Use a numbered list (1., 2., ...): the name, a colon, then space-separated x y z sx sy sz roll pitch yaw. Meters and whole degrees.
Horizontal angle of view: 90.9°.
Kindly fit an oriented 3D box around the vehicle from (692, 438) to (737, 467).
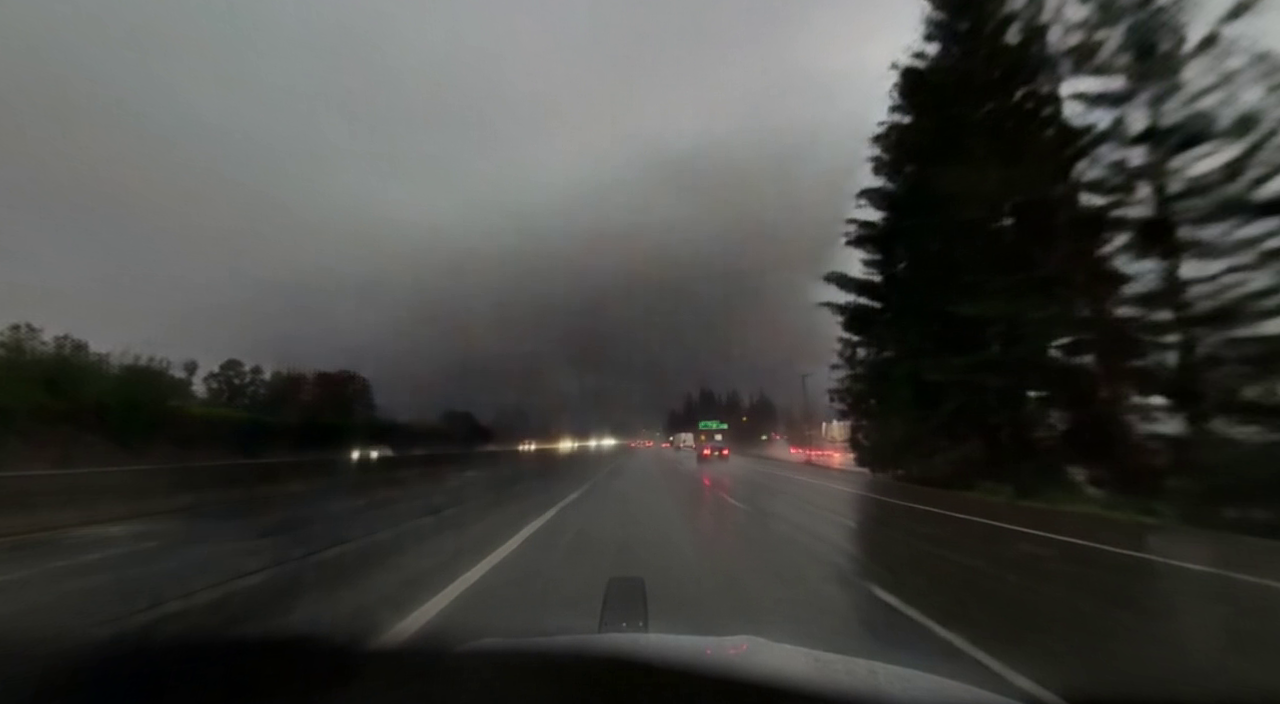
1. vehicle: 4.183 5.710 36.014 2.062 1.518 4.026 0 -8 -1
